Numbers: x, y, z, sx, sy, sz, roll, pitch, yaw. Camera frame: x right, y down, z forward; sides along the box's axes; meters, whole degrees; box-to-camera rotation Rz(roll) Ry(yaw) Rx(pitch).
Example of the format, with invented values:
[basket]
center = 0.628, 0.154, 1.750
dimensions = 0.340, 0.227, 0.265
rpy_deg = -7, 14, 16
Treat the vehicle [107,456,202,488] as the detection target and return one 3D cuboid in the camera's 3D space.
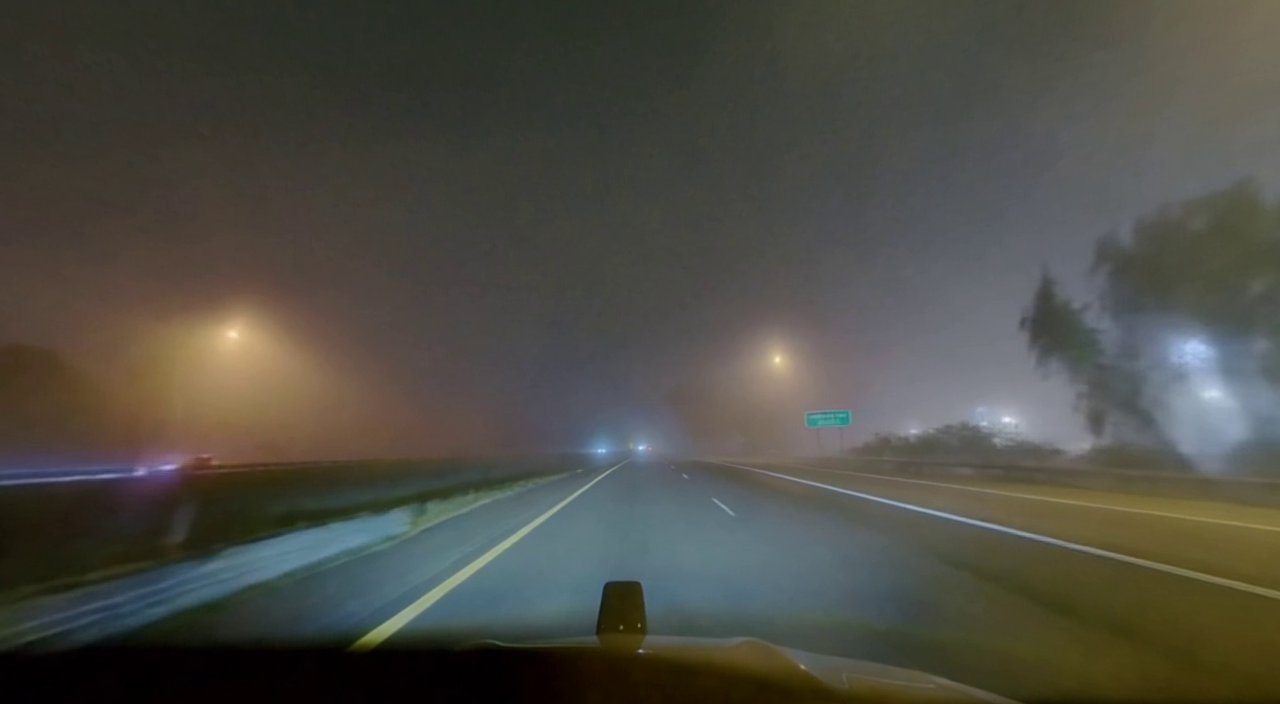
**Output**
[vehicle]
center = -27.876, 6.859, 36.404
dimensions = 1.849, 1.591, 4.504
rpy_deg = 0, -8, 0
